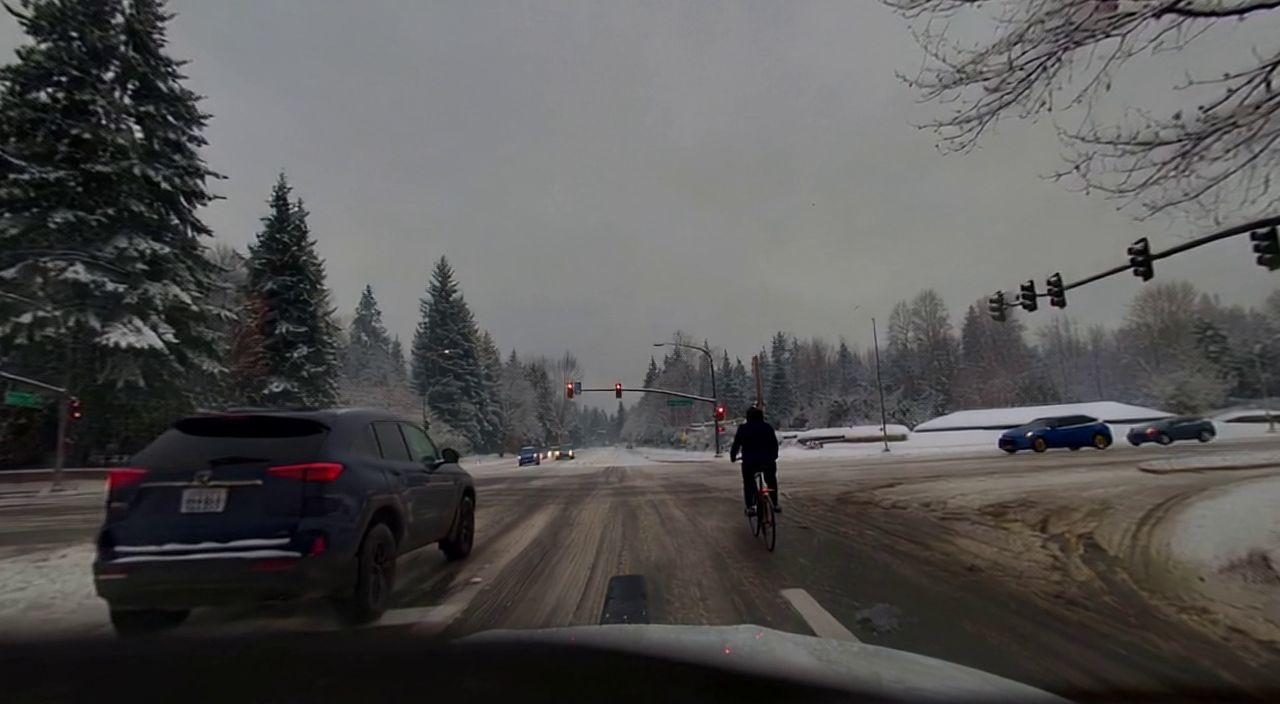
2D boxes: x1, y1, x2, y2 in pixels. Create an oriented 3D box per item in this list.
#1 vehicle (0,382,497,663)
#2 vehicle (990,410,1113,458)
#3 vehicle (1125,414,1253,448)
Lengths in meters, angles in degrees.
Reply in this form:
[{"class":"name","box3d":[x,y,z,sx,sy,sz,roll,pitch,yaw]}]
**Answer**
[{"class":"vehicle","box3d":[-3.024,1.408,6.346,2.049,1.756,4.602,0,-8,0]},{"class":"vehicle","box3d":[18.578,3.727,28.547,4.237,1.948,1.997,0,-9,-9]},{"class":"vehicle","box3d":[25.736,3.735,29.609,4.716,1.507,1.904,2,-9,-11]}]
